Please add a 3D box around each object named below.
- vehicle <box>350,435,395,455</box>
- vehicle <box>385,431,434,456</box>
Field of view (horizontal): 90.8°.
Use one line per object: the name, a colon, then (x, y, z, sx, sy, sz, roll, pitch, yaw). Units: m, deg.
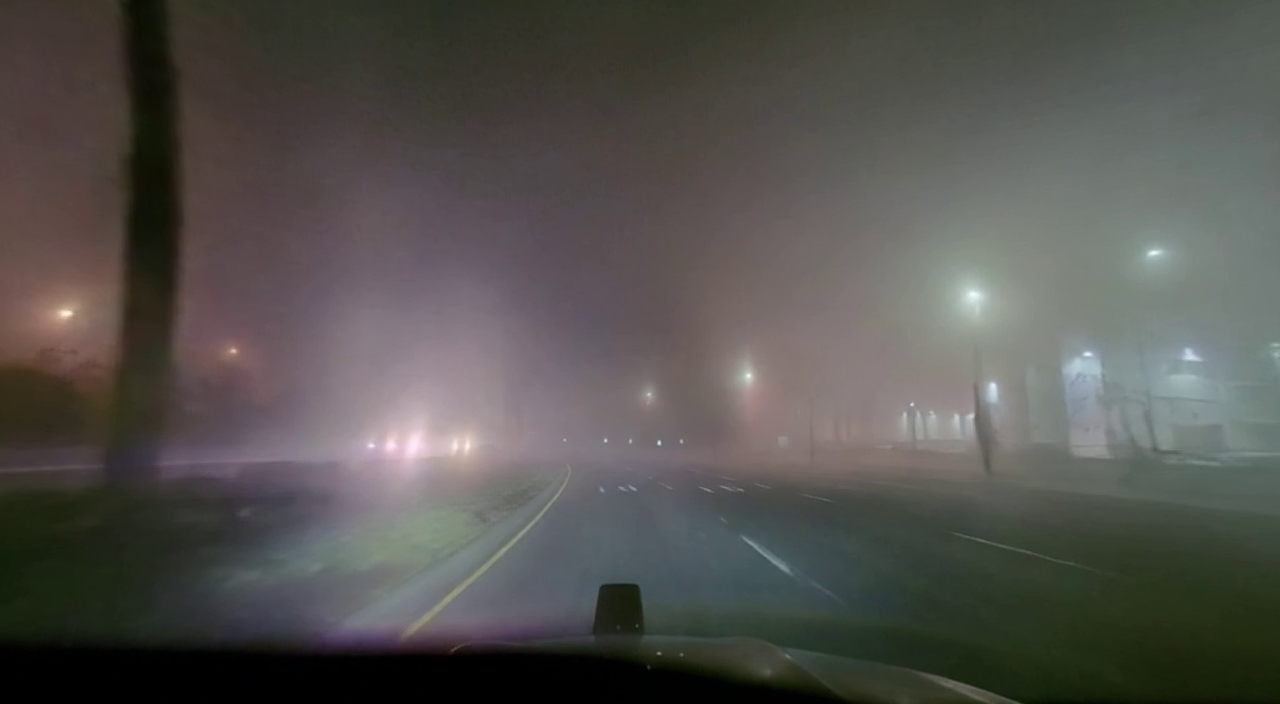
vehicle: (-20.517, 7.183, 48.616, 1.918, 1.465, 4.508, 1, -9, -6)
vehicle: (-15.672, 6.274, 43.188, 2.012, 1.633, 4.505, 1, -9, -5)
